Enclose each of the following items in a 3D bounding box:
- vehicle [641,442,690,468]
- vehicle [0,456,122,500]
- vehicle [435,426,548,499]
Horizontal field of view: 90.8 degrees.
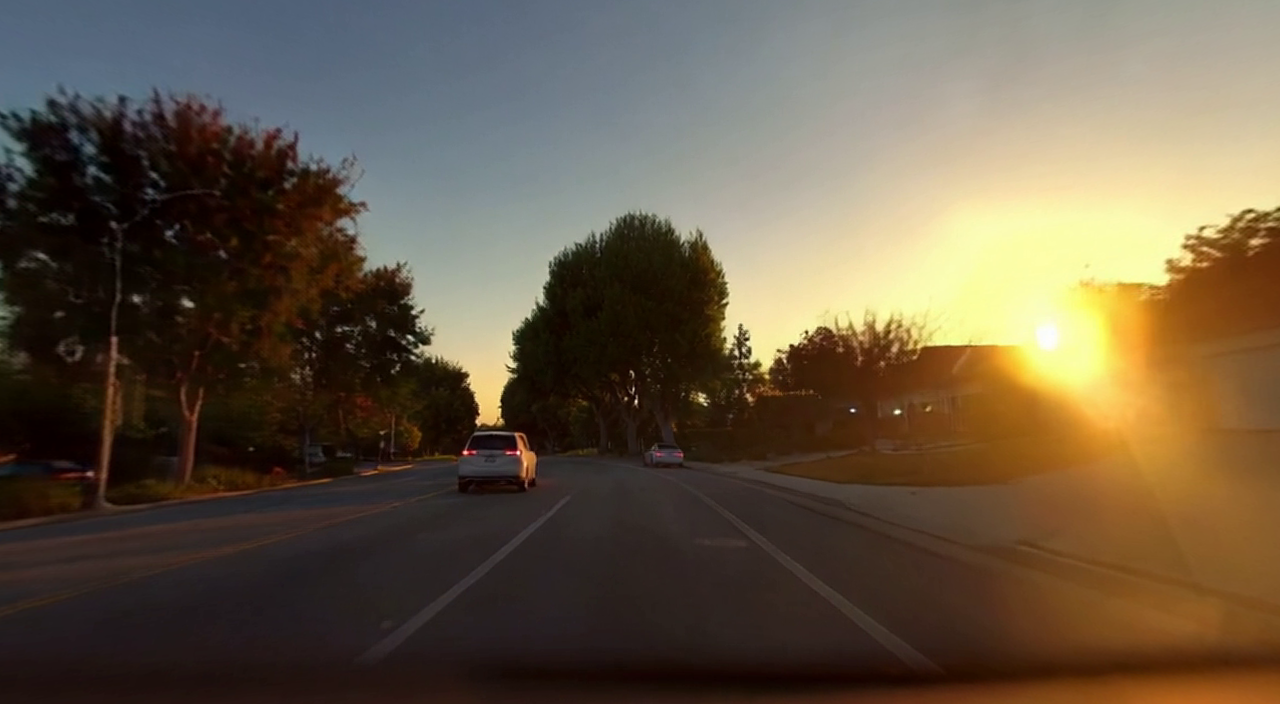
[{"bbox_3d":[1.435,6.135,37.815,1.928,1.447,4.386,2,-9,-12],"label":"vehicle"},{"bbox_3d":[-21.956,4.540,22.930,4.525,1.455,1.821,1,-8,-5],"label":"vehicle"},{"bbox_3d":[-3.976,3.040,17.819,2.175,1.772,4.442,0,-8,-1],"label":"vehicle"}]
